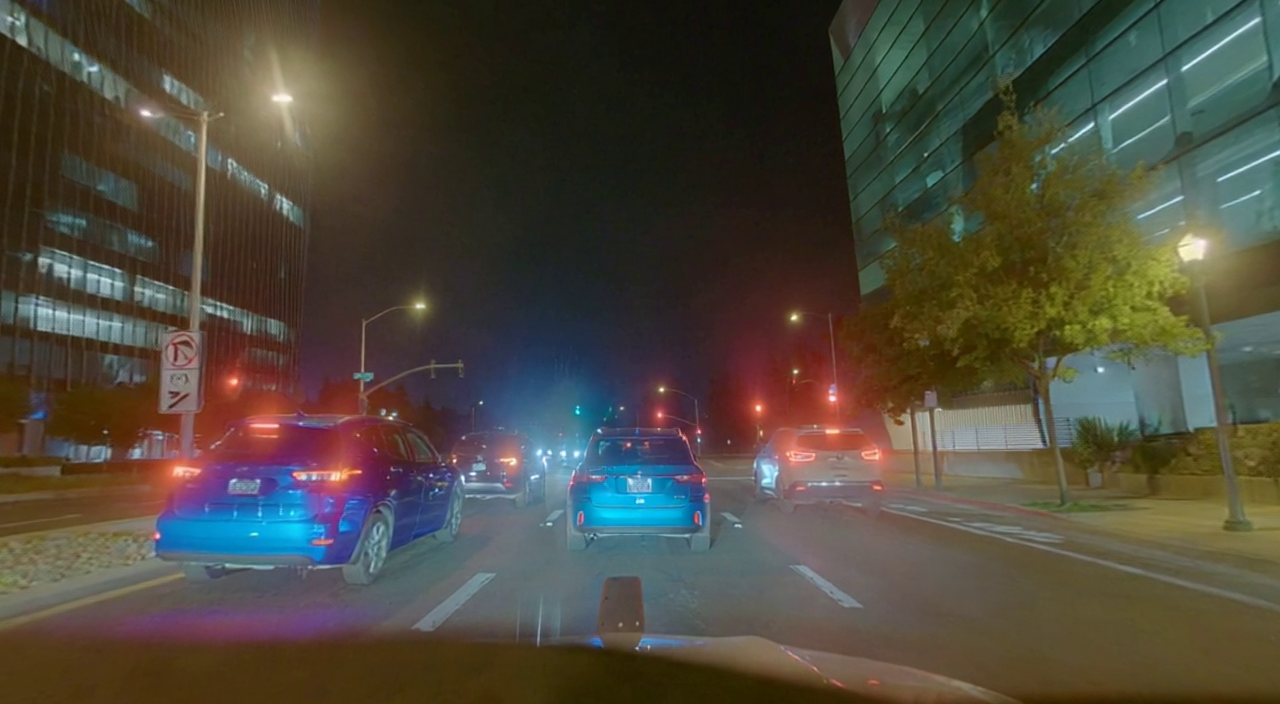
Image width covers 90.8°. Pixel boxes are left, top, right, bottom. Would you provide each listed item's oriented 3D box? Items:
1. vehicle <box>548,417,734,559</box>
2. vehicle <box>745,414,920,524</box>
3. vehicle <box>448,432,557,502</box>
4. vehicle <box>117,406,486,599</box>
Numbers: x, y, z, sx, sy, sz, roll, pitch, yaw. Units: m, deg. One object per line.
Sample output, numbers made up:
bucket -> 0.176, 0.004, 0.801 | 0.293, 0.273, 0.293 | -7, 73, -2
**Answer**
vehicle -> -0.026, 1.917, 9.639 | 2.207, 1.659, 4.155 | 0, -8, -1
vehicle -> 3.618, 2.307, 12.960 | 2.026, 1.819, 4.579 | 0, -8, -1
vehicle -> -3.644, 3.125, 17.609 | 2.068, 1.678, 4.199 | 0, -8, 0
vehicle -> -3.540, 1.654, 7.847 | 2.083, 1.691, 4.398 | 0, -8, 1
